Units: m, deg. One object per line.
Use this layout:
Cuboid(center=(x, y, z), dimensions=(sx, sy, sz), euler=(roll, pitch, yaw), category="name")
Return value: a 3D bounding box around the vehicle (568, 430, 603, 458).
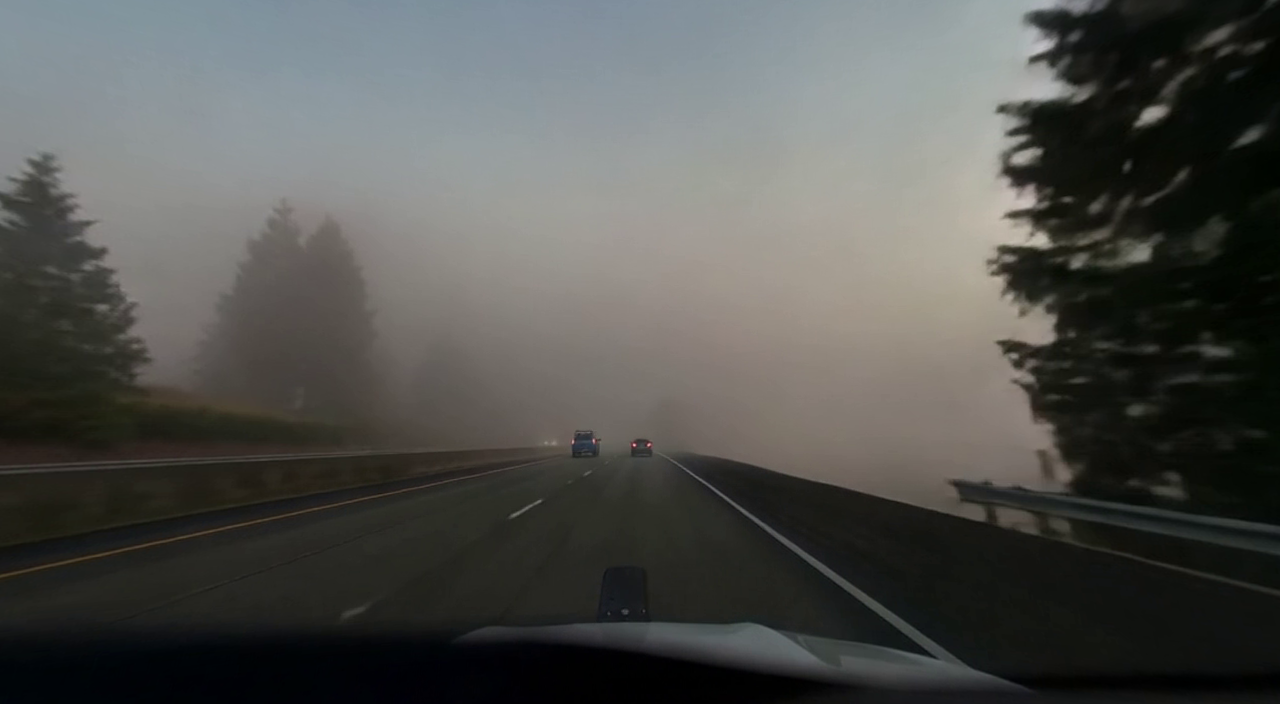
Cuboid(center=(-4.072, 7.015, 48.050), dimensions=(2.241, 2.034, 4.890), euler=(0, -8, 0), category="vehicle")
